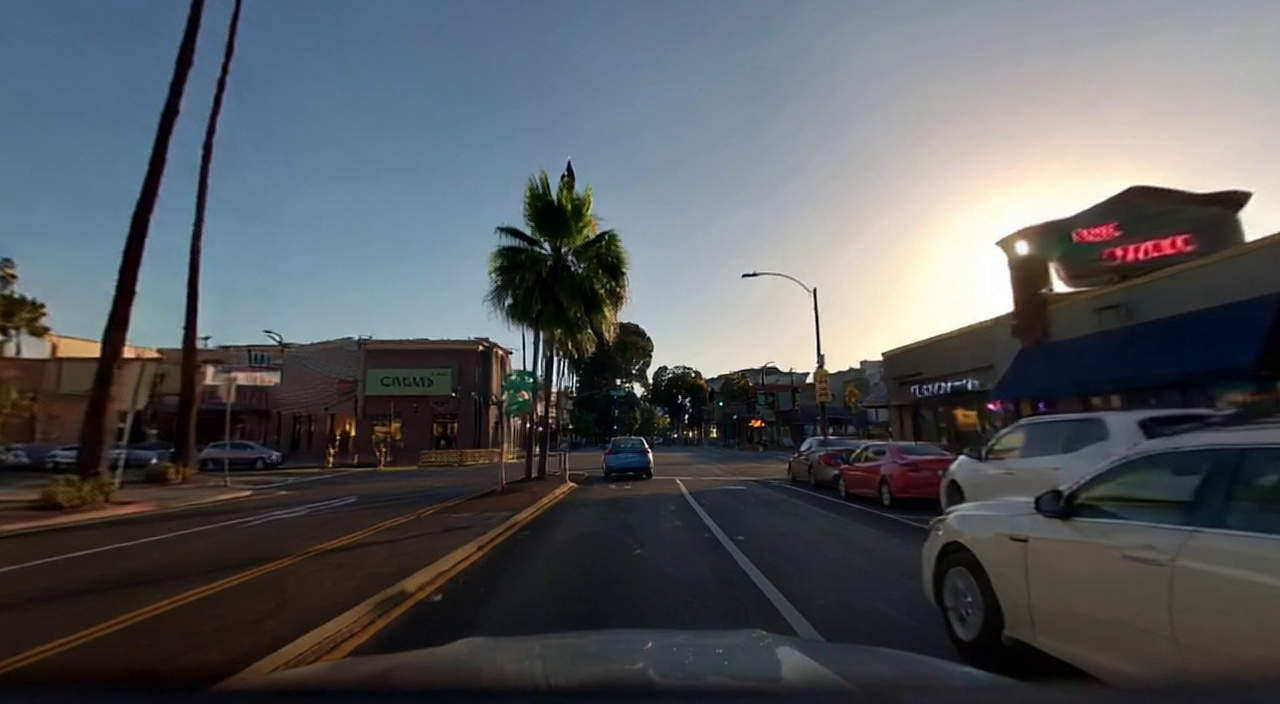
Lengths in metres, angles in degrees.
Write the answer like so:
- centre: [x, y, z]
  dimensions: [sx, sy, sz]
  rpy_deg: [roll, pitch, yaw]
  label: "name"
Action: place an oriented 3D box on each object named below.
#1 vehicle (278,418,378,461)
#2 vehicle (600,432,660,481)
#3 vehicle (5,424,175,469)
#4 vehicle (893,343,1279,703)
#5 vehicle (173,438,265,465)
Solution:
- centre: [-20.911, 5.955, 42.661]
  dimensions: [2.198, 2.684, 5.751]
  rpy_deg: [-4, -9, 25]
  label: "vehicle"
- centre: [-0.383, 3.947, 24.119]
  dimensions: [2.063, 1.664, 4.471]
  rpy_deg: [0, -8, -1]
  label: "vehicle"
- centre: [-32.611, 5.651, 37.826]
  dimensions: [2.562, 2.387, 6.989]
  rpy_deg: [-4, -10, 29]
  label: "vehicle"
- centre: [3.118, 0.941, 3.035]
  dimensions: [1.983, 1.654, 4.354]
  rpy_deg: [0, -8, 0]
  label: "vehicle"
- centre: [-29.173, 6.904, 43.991]
  dimensions: [1.863, 1.733, 4.974]
  rpy_deg: [-5, -9, 27]
  label: "vehicle"
